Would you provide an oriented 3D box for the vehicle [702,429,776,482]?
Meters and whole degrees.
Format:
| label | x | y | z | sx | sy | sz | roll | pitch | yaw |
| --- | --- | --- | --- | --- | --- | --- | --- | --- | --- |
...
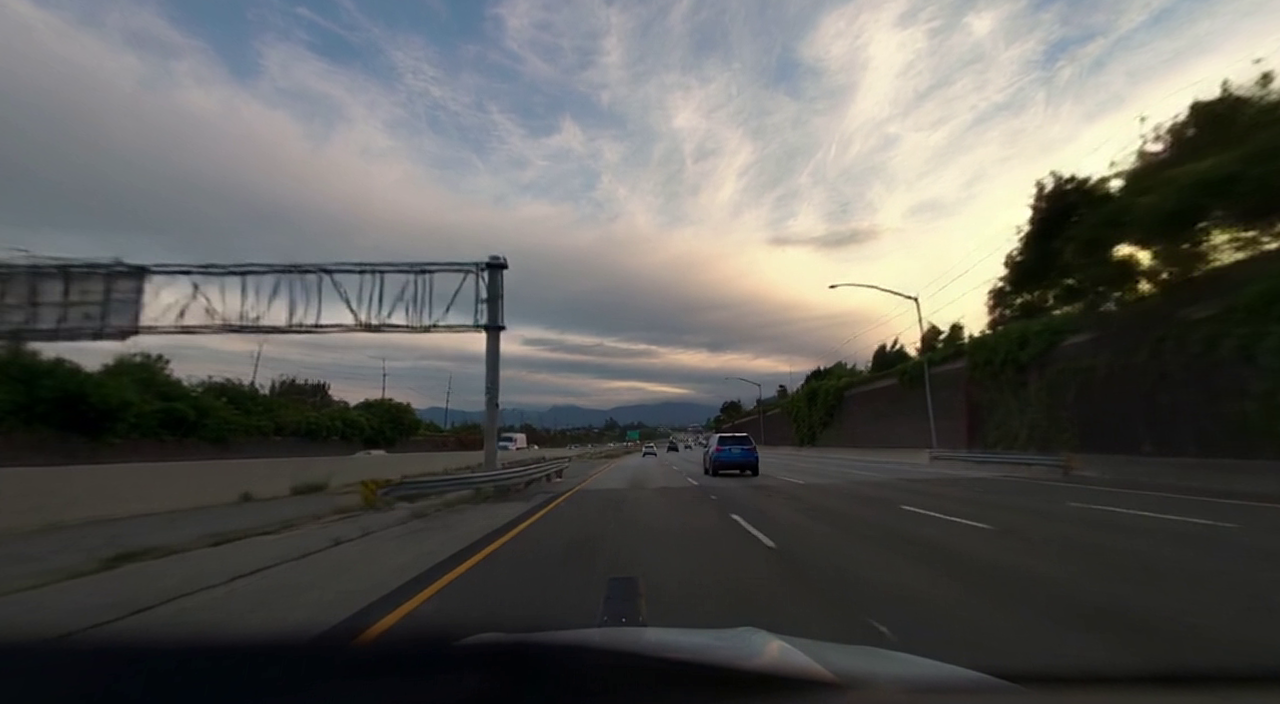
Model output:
| label | x | y | z | sx | sy | sz | roll | pitch | yaw |
| --- | --- | --- | --- | --- | --- | --- | --- | --- | --- |
| vehicle | 3.731 | 3.985 | 24.562 | 2.120 | 1.832 | 4.287 | 0 | -8 | -1 |
